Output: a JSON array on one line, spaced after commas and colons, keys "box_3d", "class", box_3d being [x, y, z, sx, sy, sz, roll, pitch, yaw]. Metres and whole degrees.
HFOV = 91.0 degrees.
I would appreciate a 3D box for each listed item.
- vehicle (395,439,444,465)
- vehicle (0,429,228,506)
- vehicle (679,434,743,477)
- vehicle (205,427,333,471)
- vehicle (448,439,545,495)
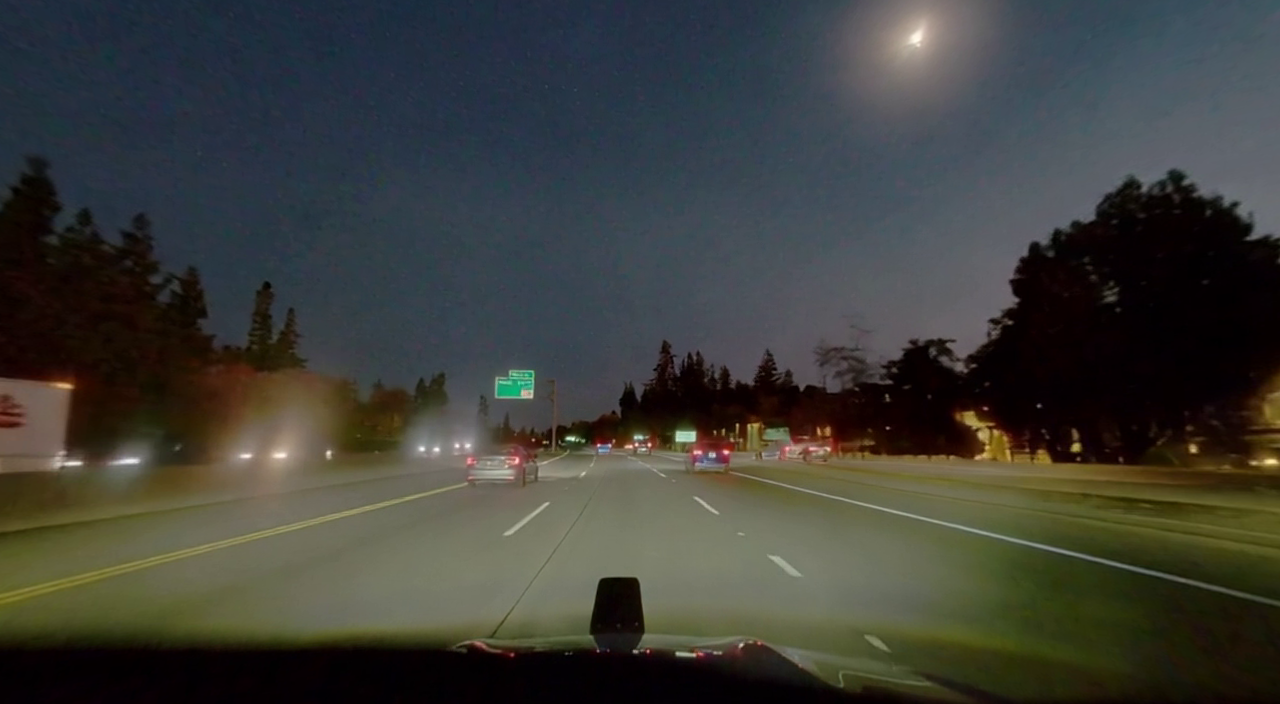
[{"box_3d": [-13.121, 5.994, 37.737, 1.639, 1.454, 3.672, 0, -9, -1], "class": "vehicle"}, {"box_3d": [-12.128, 2.536, 14.291, 2.295, 1.425, 4.766, 0, -9, 1], "class": "vehicle"}, {"box_3d": [2.916, 4.386, 26.879, 2.092, 1.686, 4.188, 0, -9, -2], "class": "vehicle"}, {"box_3d": [-16.676, 4.421, 28.791, 2.316, 1.817, 5.908, 0, -9, -1], "class": "vehicle"}, {"box_3d": [-4.272, 3.479, 19.457, 2.036, 1.528, 4.400, 0, -9, -1], "class": "vehicle"}]
